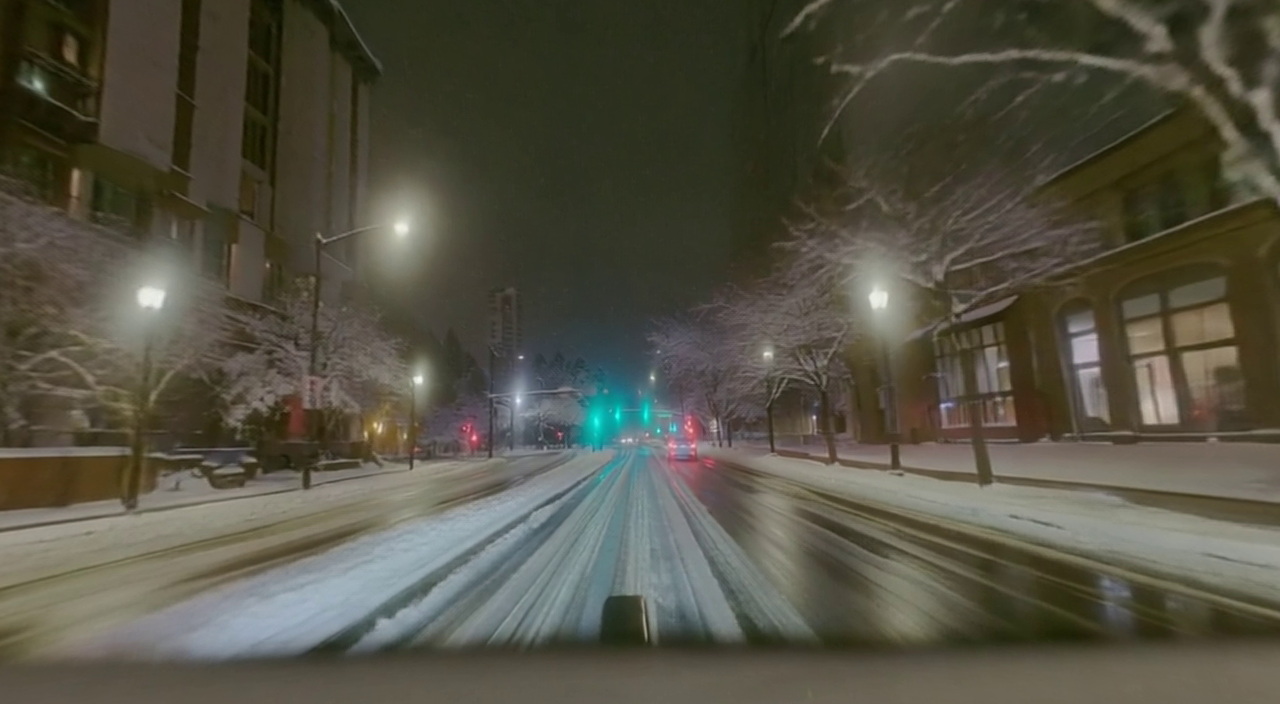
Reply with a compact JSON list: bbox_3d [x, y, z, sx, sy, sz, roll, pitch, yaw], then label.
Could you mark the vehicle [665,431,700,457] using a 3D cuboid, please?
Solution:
[{"bbox_3d":[2.887,6.350,43.595,2.129,1.719,4.205,0,-8,0],"label":"vehicle"}]
